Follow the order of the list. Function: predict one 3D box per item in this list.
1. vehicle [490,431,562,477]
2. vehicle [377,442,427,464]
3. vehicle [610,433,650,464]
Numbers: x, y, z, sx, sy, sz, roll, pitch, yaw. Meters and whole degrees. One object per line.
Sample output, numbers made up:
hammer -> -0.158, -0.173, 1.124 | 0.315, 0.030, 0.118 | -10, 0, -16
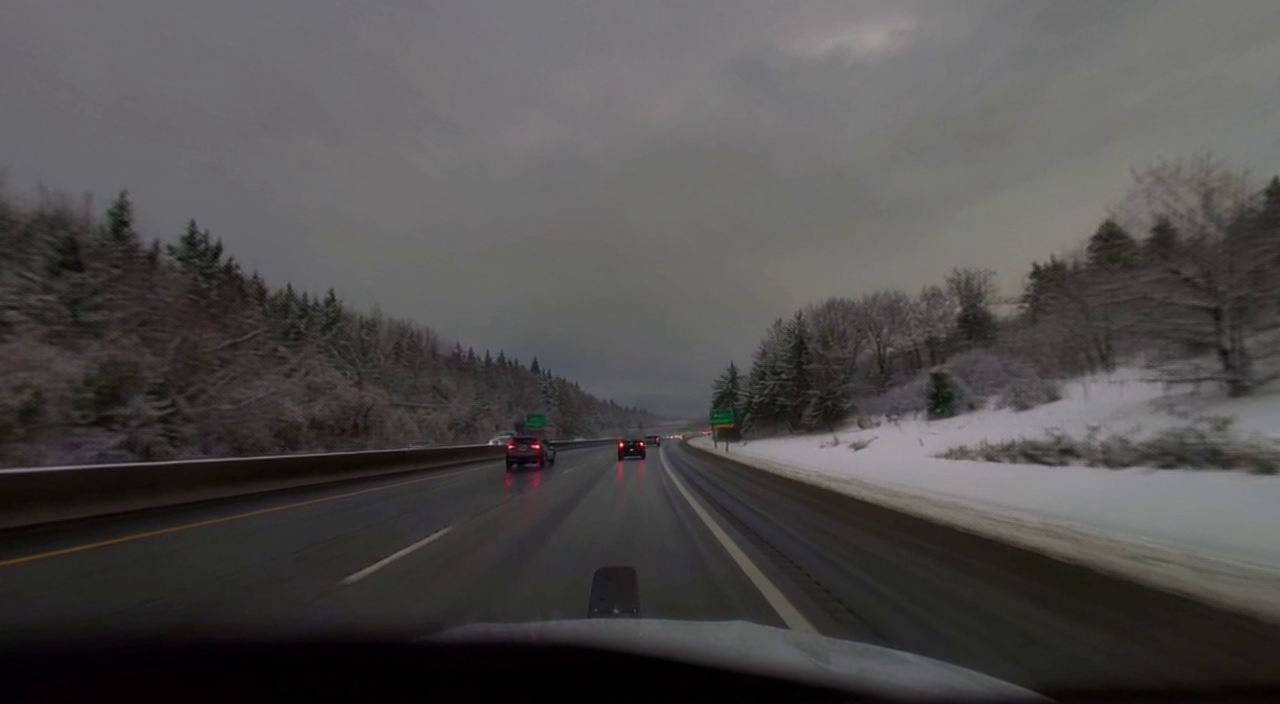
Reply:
vehicle -> -4.542, 4.140, 25.784 | 2.075, 1.653, 4.317 | -1, -8, 2
vehicle -> -16.623, 7.053, 44.130 | 1.803, 1.451, 4.112 | -1, -8, 2
vehicle -> -0.558, 5.487, 36.058 | 2.146, 1.636, 4.026 | -1, -8, 0
